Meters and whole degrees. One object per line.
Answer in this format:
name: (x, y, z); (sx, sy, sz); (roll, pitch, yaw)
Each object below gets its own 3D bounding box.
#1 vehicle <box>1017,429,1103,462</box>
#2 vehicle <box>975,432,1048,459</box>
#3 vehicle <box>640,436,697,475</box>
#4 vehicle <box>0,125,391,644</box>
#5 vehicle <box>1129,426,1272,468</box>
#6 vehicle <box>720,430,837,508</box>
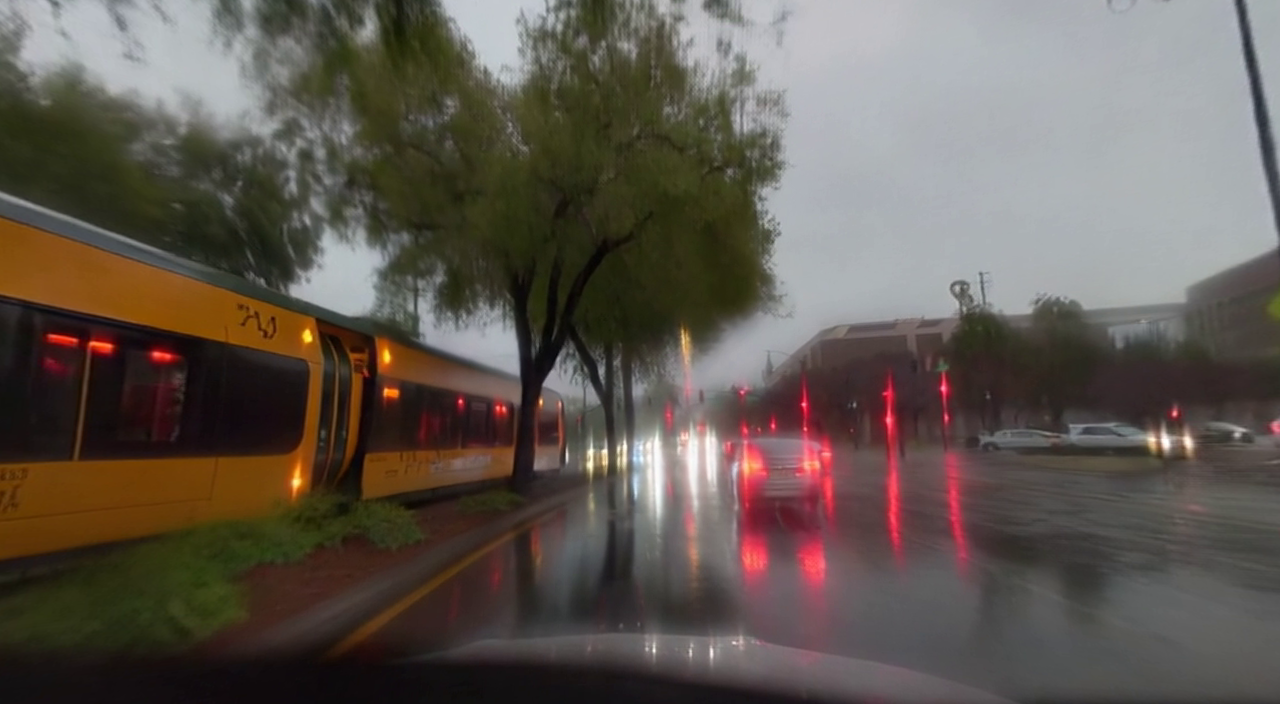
vehicle: (20.798, 4.642, 31.471); (1.831, 1.545, 3.872); (-1, -8, 5)
vehicle: (21.290, 5.383, 36.436); (1.796, 1.434, 4.504); (-1, -8, 5)
vehicle: (1.249, 4.234, 26.143); (2.118, 1.478, 4.076); (-1, -8, 6)
vehicle: (-6.166, 0.089, 3.443); (2.897, 3.700, 13.528); (-1, -7, 6)
vehicle: (22.422, 3.801, 25.574); (1.825, 1.462, 4.764); (-3, -8, 7)
vehicle: (2.915, 2.562, 14.295); (2.002, 1.471, 4.337); (-1, -8, 5)
